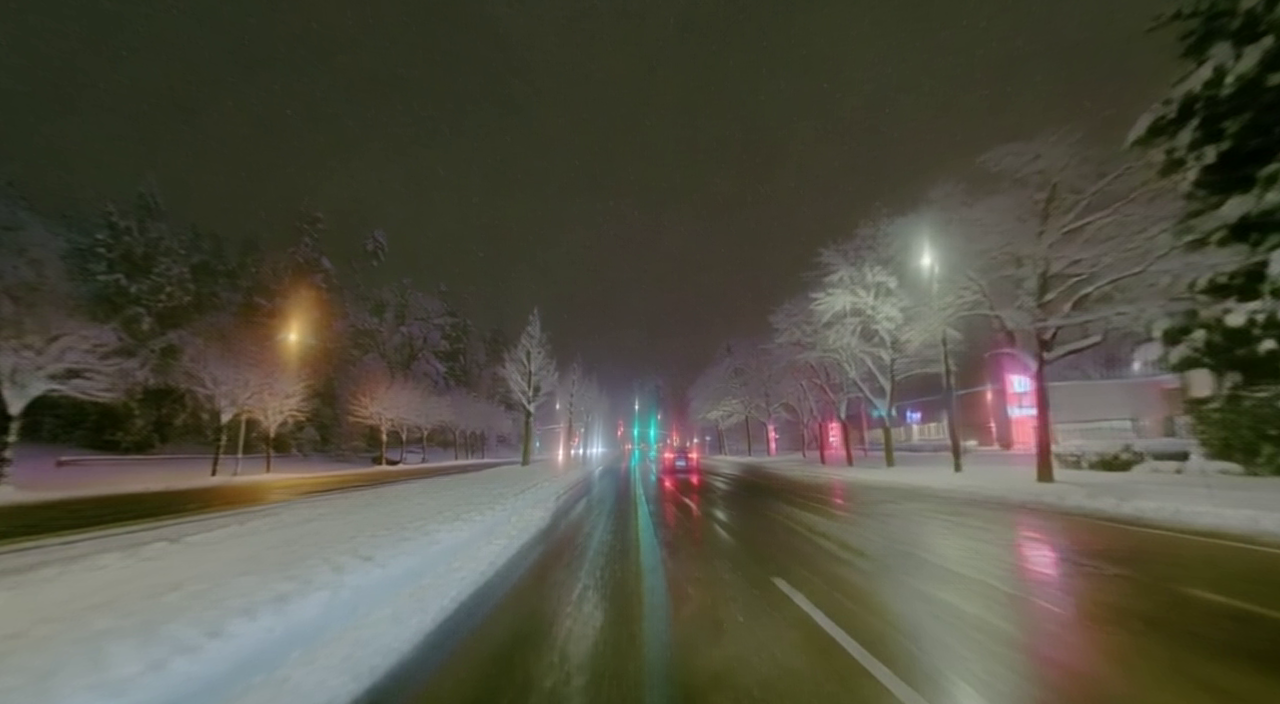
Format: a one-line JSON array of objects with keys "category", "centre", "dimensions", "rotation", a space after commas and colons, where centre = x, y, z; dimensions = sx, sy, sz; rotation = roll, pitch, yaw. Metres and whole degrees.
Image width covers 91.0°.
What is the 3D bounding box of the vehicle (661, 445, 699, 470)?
[{"category": "vehicle", "centre": [2.502, 6.787, 40.624], "dimensions": [2.015, 1.479, 4.444], "rotation": [0, -9, -2]}]
